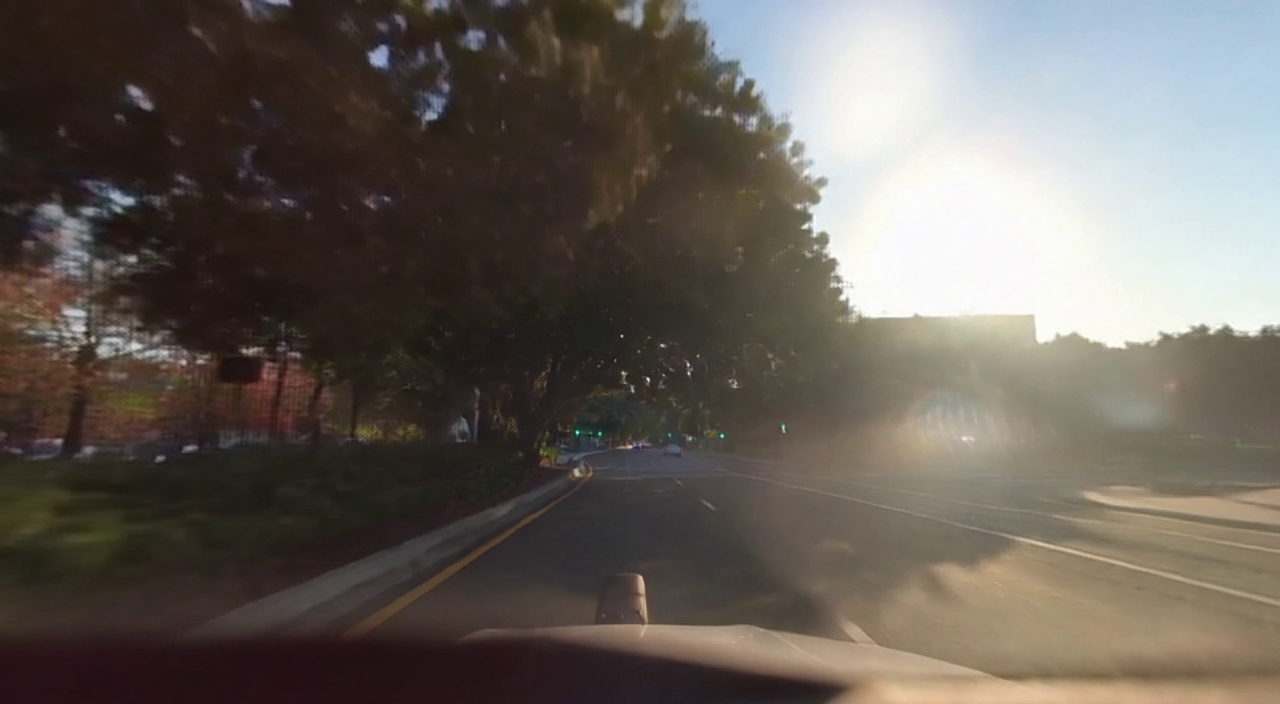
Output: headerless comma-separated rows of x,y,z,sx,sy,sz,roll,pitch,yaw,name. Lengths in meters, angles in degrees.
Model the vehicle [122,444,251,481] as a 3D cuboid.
-18.893,4.625,26.572,2.637,1.401,3.741,0,-9,0,vehicle
